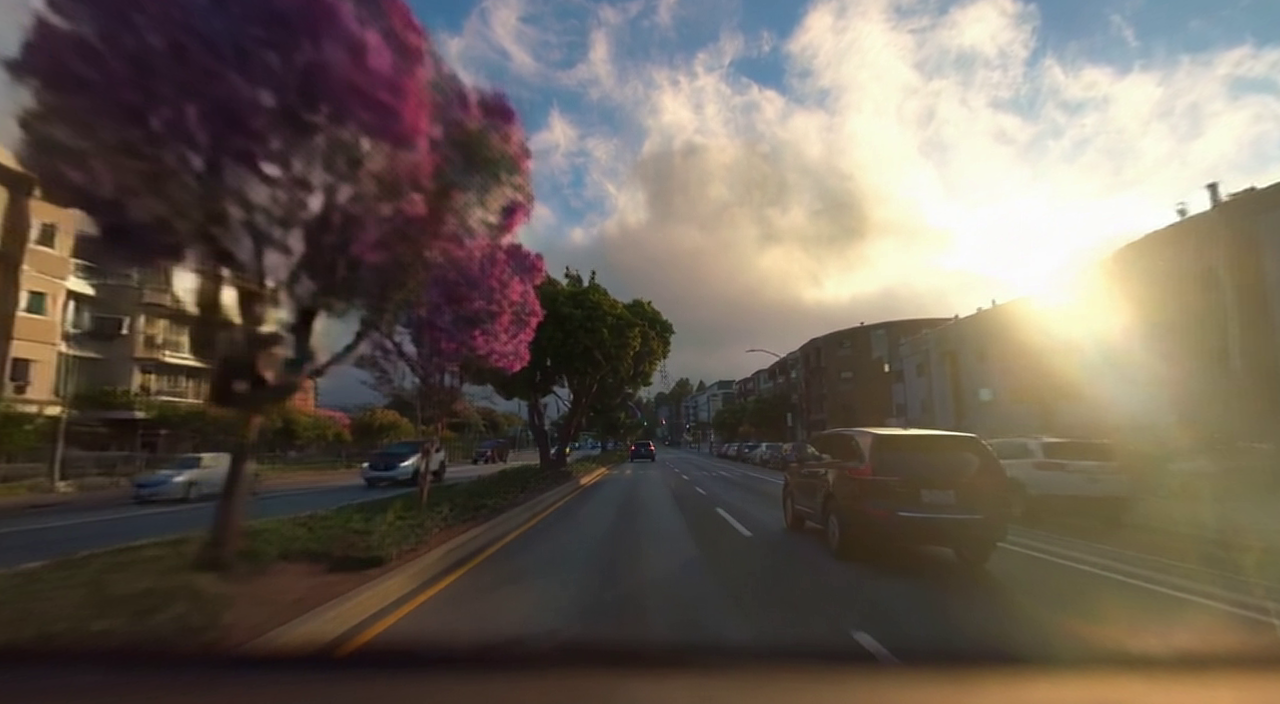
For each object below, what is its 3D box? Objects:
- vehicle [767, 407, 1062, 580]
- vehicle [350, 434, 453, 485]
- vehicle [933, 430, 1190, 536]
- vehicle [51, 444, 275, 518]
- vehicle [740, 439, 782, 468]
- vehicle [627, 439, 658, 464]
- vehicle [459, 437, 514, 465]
[{"bbox_3d":[3.277,1.781,8.795,2.071,1.747,4.549,0,-8,0],"label":"vehicle"},{"bbox_3d":[-8.517,3.868,23.010,2.042,1.654,4.504,0,-8,0],"label":"vehicle"},{"bbox_3d":[7.716,2.398,12.227,1.869,1.658,4.405,0,-8,0],"label":"vehicle"},{"bbox_3d":[-11.446,3.064,15.656,2.053,1.545,4.417,0,-8,1],"label":"vehicle"},{"bbox_3d":[7.802,6.568,40.950,1.895,1.799,4.265,0,-8,0],"label":"vehicle"},{"bbox_3d":[0.221,7.563,47.937,2.244,1.813,4.129,0,-8,1],"label":"vehicle"},{"bbox_3d":[-10.934,7.111,45.403,2.502,1.881,5.953,0,-8,0],"label":"vehicle"}]
